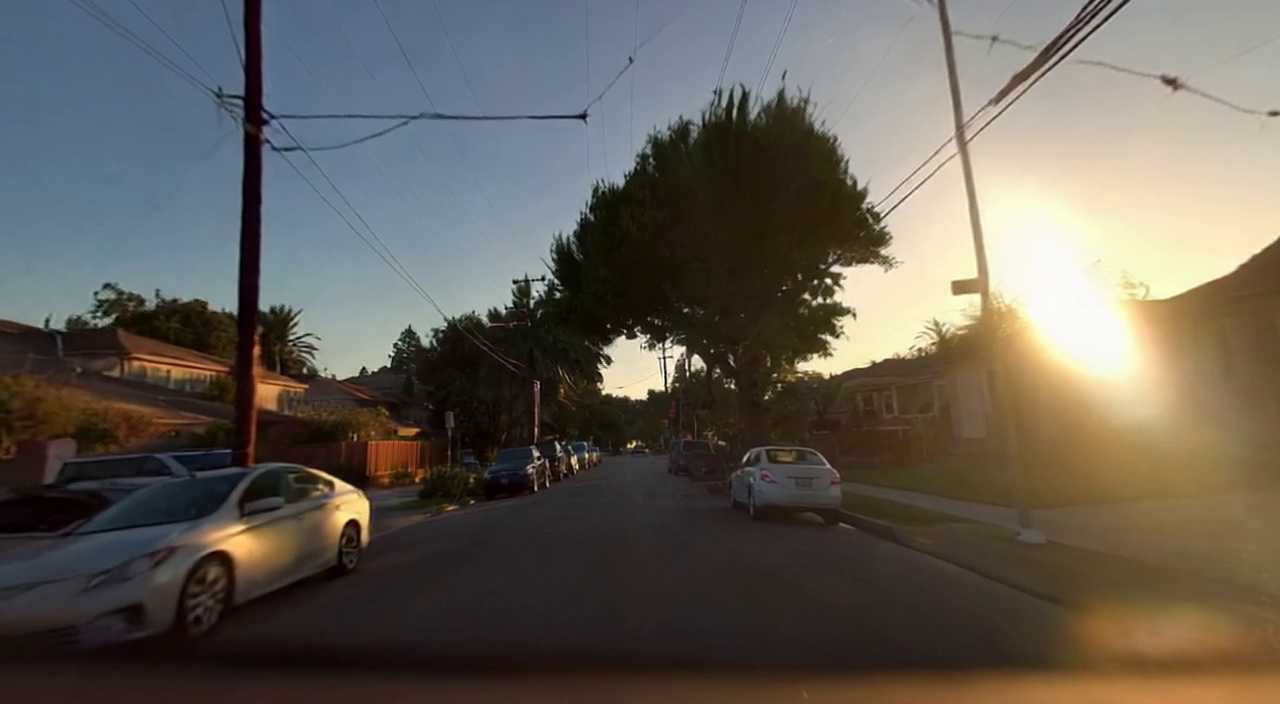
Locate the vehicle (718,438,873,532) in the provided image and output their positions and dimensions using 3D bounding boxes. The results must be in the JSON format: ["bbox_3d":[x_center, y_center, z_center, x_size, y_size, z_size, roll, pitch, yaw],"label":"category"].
[{"bbox_3d":[2.740,2.432,12.133,1.881,1.460,4.007,0,-9,-1],"label":"vehicle"}]

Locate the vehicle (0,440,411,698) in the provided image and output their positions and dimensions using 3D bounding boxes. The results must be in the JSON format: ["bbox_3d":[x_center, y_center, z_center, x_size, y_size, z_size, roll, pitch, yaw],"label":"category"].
[{"bbox_3d":[-4.120,1.705,6.343,1.814,1.548,4.802,0,-9,0],"label":"vehicle"}]

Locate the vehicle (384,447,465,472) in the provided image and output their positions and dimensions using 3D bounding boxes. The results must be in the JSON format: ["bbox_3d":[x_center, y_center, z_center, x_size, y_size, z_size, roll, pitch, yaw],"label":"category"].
[{"bbox_3d":[-13.269,6.612,38.973,4.300,1.489,1.850,-2,-9,12],"label":"vehicle"}]

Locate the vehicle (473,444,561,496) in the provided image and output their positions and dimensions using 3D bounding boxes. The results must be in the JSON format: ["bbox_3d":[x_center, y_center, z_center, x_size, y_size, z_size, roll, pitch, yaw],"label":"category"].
[{"bbox_3d":[-4.186,4.092,22.331,2.123,1.636,4.481,-1,-9,1],"label":"vehicle"}]
